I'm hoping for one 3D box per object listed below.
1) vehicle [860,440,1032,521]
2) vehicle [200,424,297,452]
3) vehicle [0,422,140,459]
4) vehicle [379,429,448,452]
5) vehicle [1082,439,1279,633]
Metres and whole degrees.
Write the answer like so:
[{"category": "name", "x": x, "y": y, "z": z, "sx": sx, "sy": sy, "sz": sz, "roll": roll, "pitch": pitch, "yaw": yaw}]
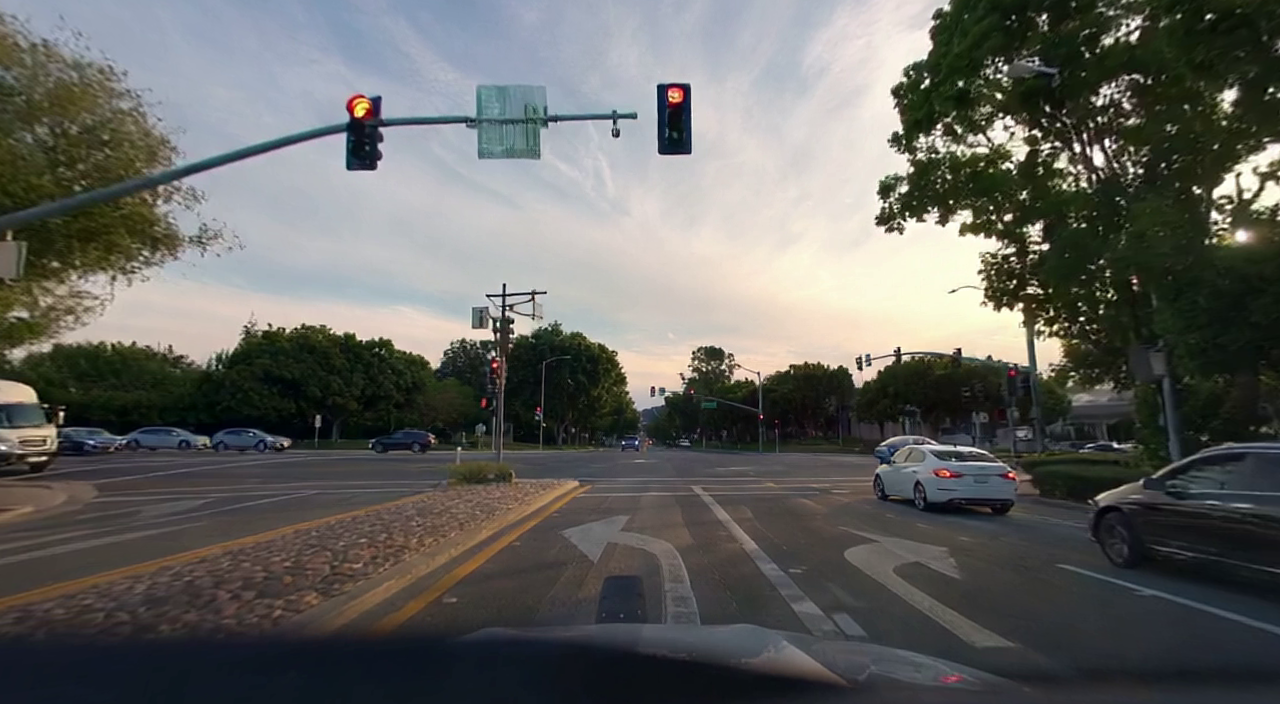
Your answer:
[{"category": "vehicle", "x": 6.458, "y": 2.719, "z": 13.933, "sx": 1.815, "sy": 1.417, "sz": 4.125, "roll": 3, "pitch": -9, "yaw": 1}, {"category": "vehicle", "x": -22.820, "y": 5.074, "z": 37.007, "sx": 4.331, "sy": 1.544, "sz": 1.896, "roll": 2, "pitch": -9, "yaw": -15}, {"category": "vehicle", "x": -23.924, "y": 3.723, "z": 26.460, "sx": 4.162, "sy": 1.449, "sz": 1.814, "roll": 2, "pitch": -9, "yaw": -11}, {"category": "vehicle", "x": -15.335, "y": 6.008, "z": 42.689, "sx": 4.683, "sy": 1.495, "sz": 2.119, "roll": -7, "pitch": -11, "yaw": 38}, {"category": "vehicle", "x": 5.873, "y": 1.365, "z": 4.504, "sx": 2.026, "sy": 1.458, "sz": 4.784, "roll": 1, "pitch": -9, "yaw": 1}]
